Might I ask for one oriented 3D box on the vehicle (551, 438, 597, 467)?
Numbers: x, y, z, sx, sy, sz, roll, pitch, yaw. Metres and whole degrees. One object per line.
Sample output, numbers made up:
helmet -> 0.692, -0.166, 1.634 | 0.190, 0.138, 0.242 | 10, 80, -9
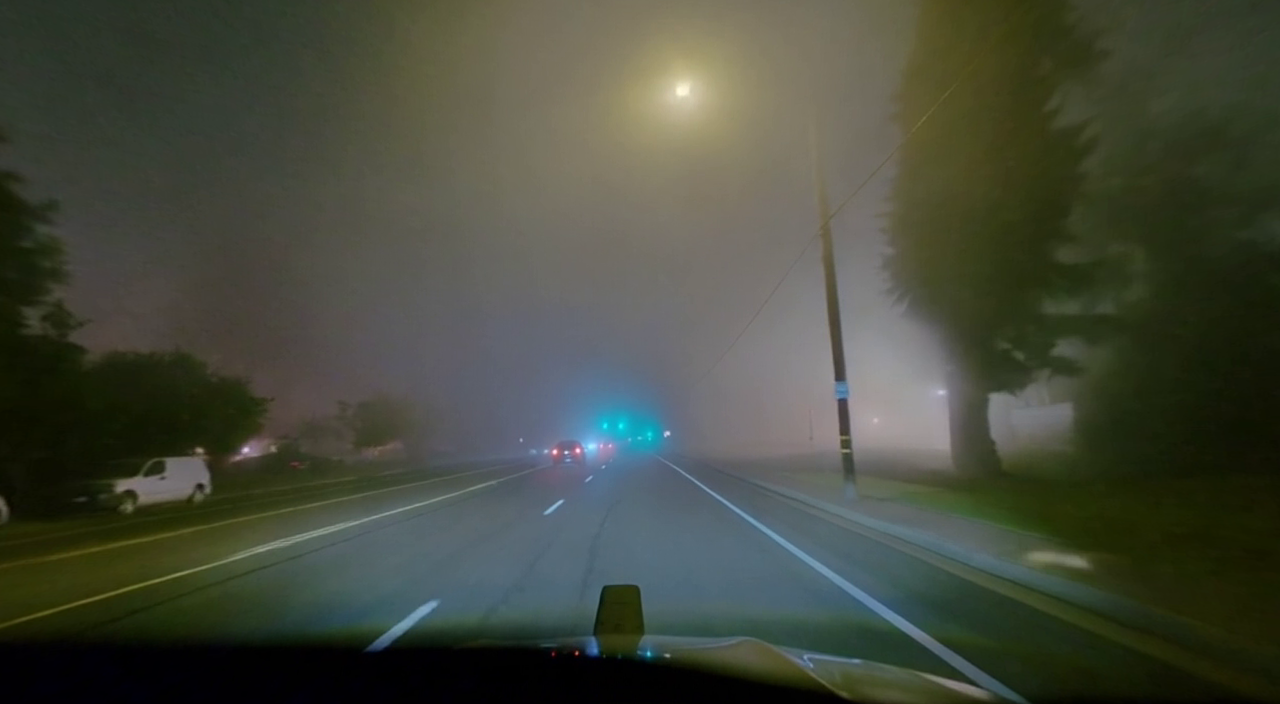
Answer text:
vehicle -> -3.513, 5.482, 34.558 | 2.030, 1.467, 4.251 | 0, -8, 0

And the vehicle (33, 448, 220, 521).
vehicle -> -15.752, 4.017, 19.801 | 2.050, 1.784, 4.577 | -3, -8, 0

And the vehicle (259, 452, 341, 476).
vehicle -> -22.300, 7.352, 41.534 | 4.252, 1.458, 1.915 | 0, -8, 1
